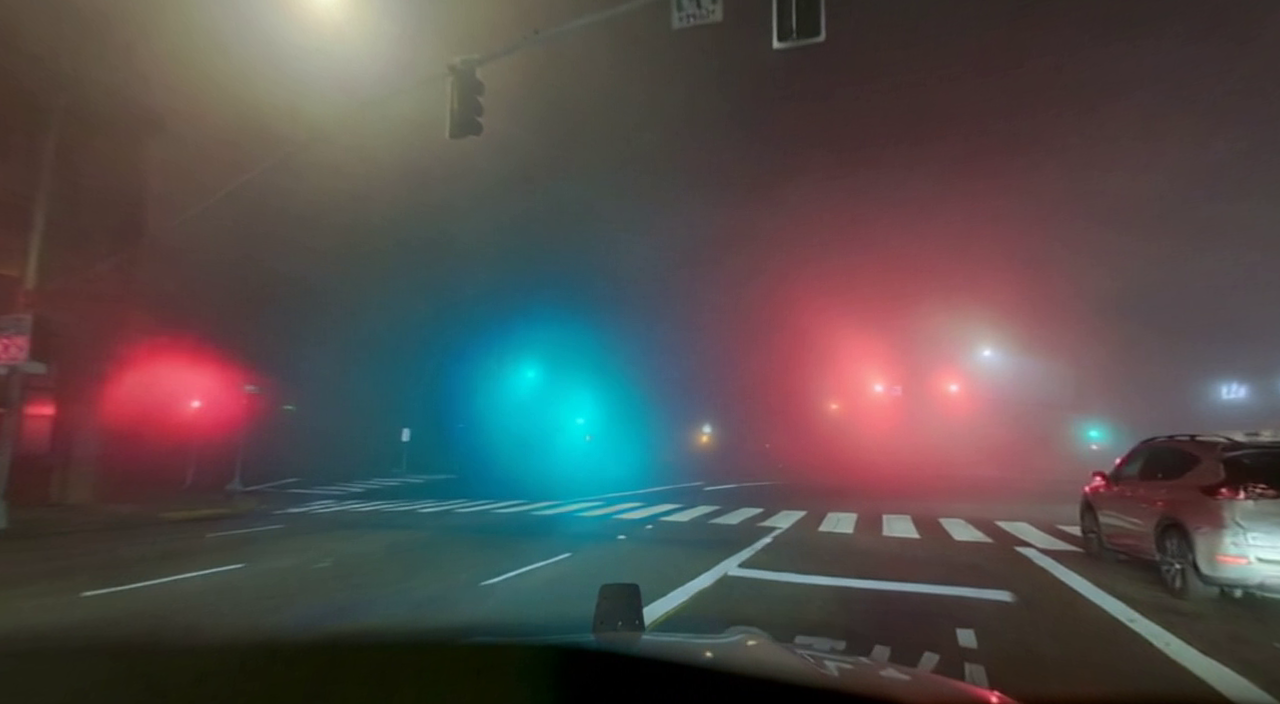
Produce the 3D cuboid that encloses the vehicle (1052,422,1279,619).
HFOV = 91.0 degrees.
[{"bbox_3d":[6.413,1.676,7.081,2.067,1.625,4.073,-3,-9,21],"label":"vehicle"}]
